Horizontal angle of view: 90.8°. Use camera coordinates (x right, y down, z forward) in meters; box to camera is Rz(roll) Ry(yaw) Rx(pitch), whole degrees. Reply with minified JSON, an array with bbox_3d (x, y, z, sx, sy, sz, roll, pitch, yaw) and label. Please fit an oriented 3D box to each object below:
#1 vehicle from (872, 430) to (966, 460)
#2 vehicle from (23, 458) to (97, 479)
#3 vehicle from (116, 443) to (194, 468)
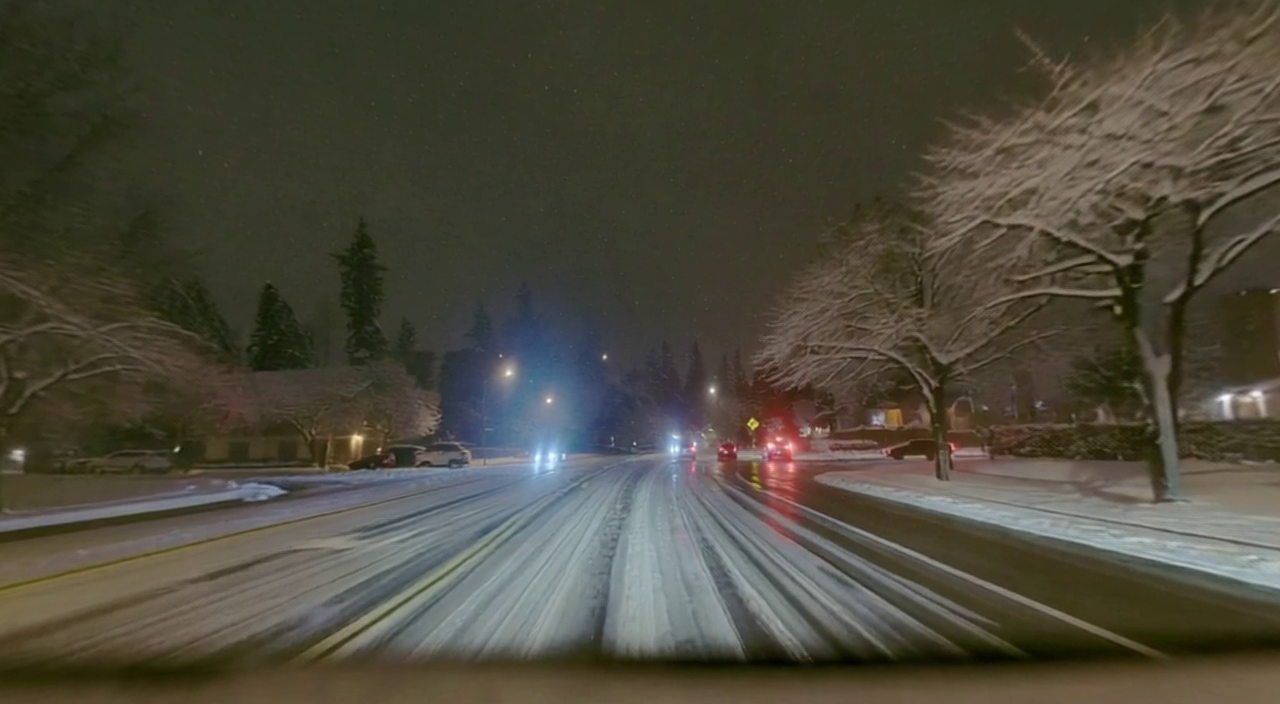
[{"bbox_3d":[18.224,6.112,41.429,5.035,1.772,2.115,-1,-10,-1],"label":"vehicle"},{"bbox_3d":[-43.037,8.631,46.878,3.981,1.446,1.765,-1,-9,7],"label":"vehicle"},{"bbox_3d":[-34.899,7.435,45.494,4.230,1.733,1.877,-1,-8,7],"label":"vehicle"}]
